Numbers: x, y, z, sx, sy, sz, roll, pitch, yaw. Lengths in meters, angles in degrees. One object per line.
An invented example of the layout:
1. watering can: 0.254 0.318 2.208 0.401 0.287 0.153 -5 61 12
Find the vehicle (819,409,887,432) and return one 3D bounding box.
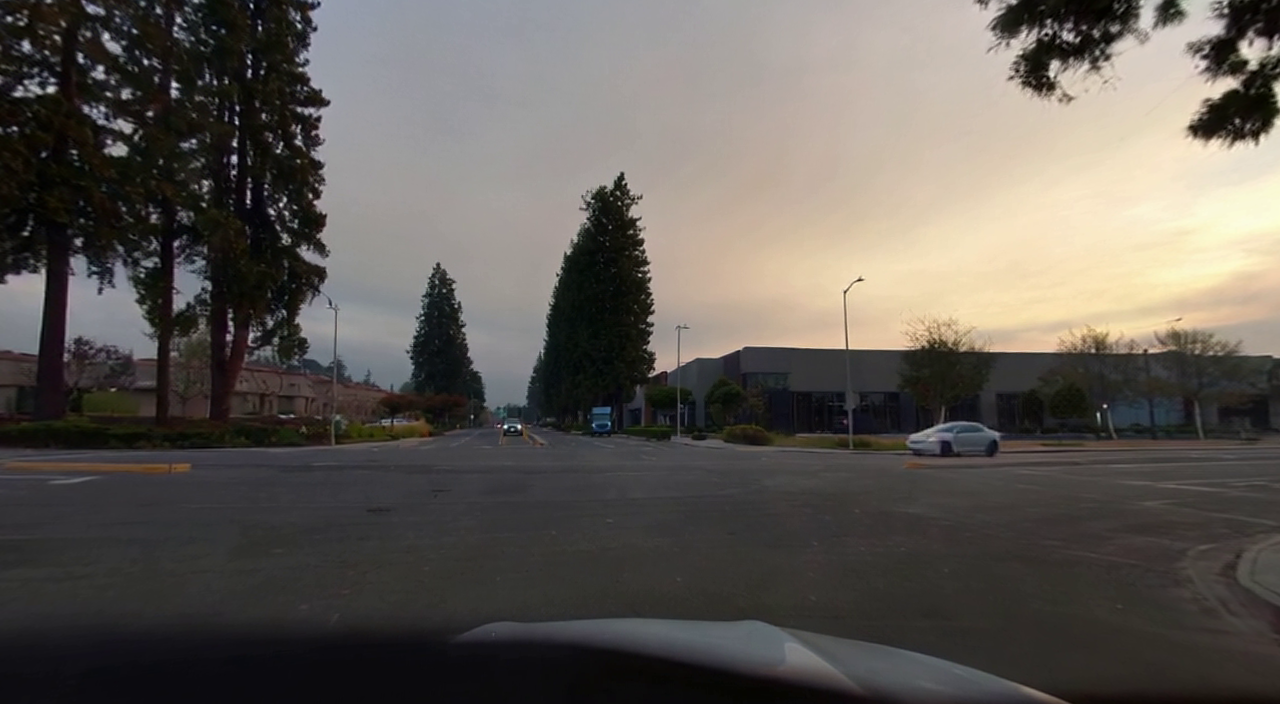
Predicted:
1. vehicle: 15.150 4.932 44.643 4.674 1.483 1.745 4 -9 -26

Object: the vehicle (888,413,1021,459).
1. vehicle: 13.800 3.716 27.536 5.333 1.837 2.124 3 -9 -22
